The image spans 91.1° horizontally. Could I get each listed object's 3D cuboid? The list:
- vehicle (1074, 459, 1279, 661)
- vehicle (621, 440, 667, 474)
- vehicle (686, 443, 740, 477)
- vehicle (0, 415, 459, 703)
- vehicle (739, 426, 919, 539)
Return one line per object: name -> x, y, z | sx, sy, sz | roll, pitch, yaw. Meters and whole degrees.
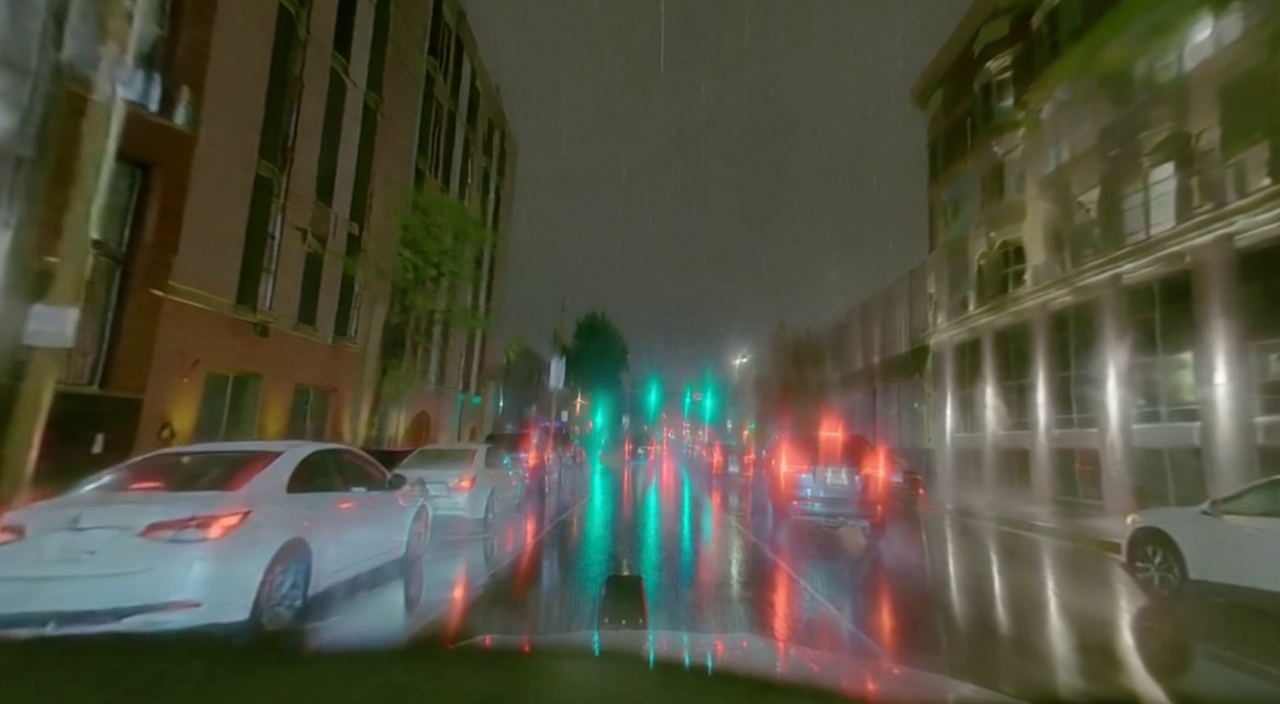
vehicle -> 6.362, 1.844, 5.683 | 1.913, 1.624, 4.116 | 0, -8, 1
vehicle -> 0.192, 4.812, 28.930 | 2.007, 1.460, 3.923 | 0, -8, 1
vehicle -> 3.351, 5.042, 29.677 | 1.966, 1.475, 4.528 | 0, -8, -1
vehicle -> -3.243, 1.388, 5.401 | 1.863, 1.466, 4.416 | 0, -8, 3
vehicle -> 3.252, 2.334, 11.921 | 2.002, 1.707, 4.547 | 0, -8, 0
